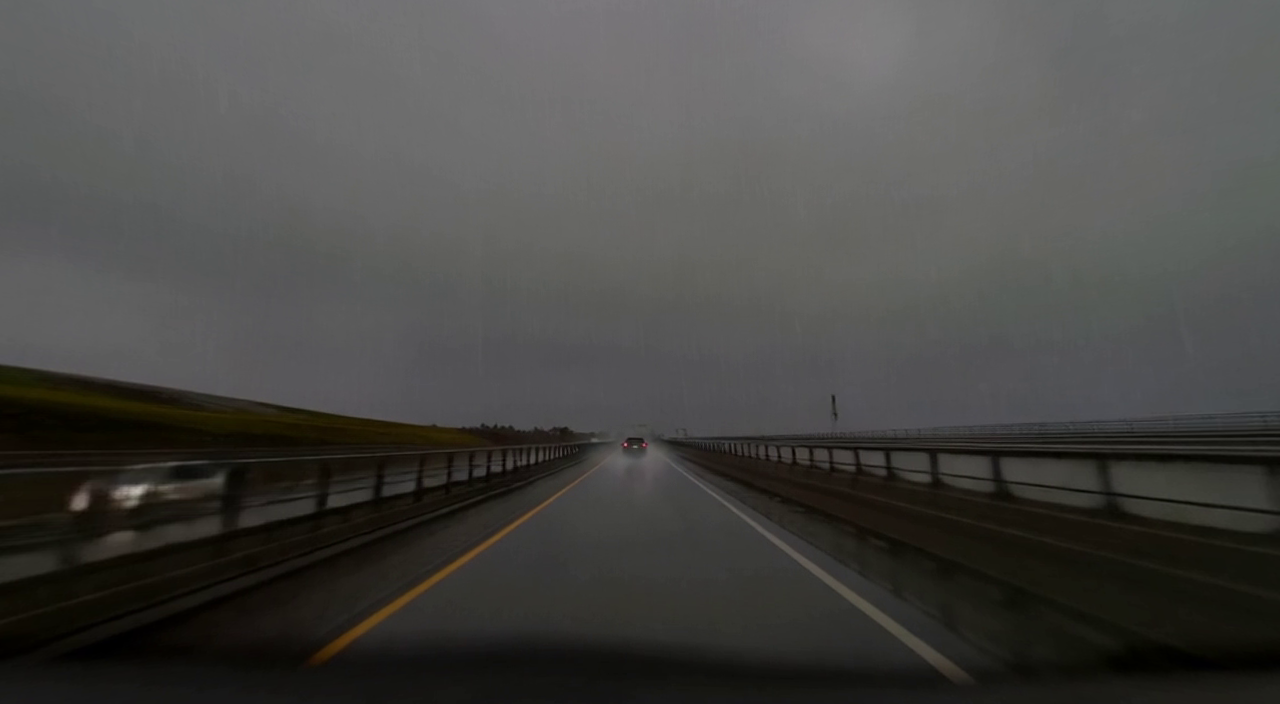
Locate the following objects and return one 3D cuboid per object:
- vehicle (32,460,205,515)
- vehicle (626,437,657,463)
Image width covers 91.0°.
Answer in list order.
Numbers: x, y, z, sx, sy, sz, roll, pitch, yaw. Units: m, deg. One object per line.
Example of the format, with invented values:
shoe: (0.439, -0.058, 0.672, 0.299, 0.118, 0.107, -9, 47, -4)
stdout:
vehicle: (-16.926, 4.371, 20.784, 2.019, 1.473, 4.338, 0, -8, -1)
vehicle: (0.072, 6.853, 44.105, 2.059, 1.696, 4.165, 0, -8, -1)
